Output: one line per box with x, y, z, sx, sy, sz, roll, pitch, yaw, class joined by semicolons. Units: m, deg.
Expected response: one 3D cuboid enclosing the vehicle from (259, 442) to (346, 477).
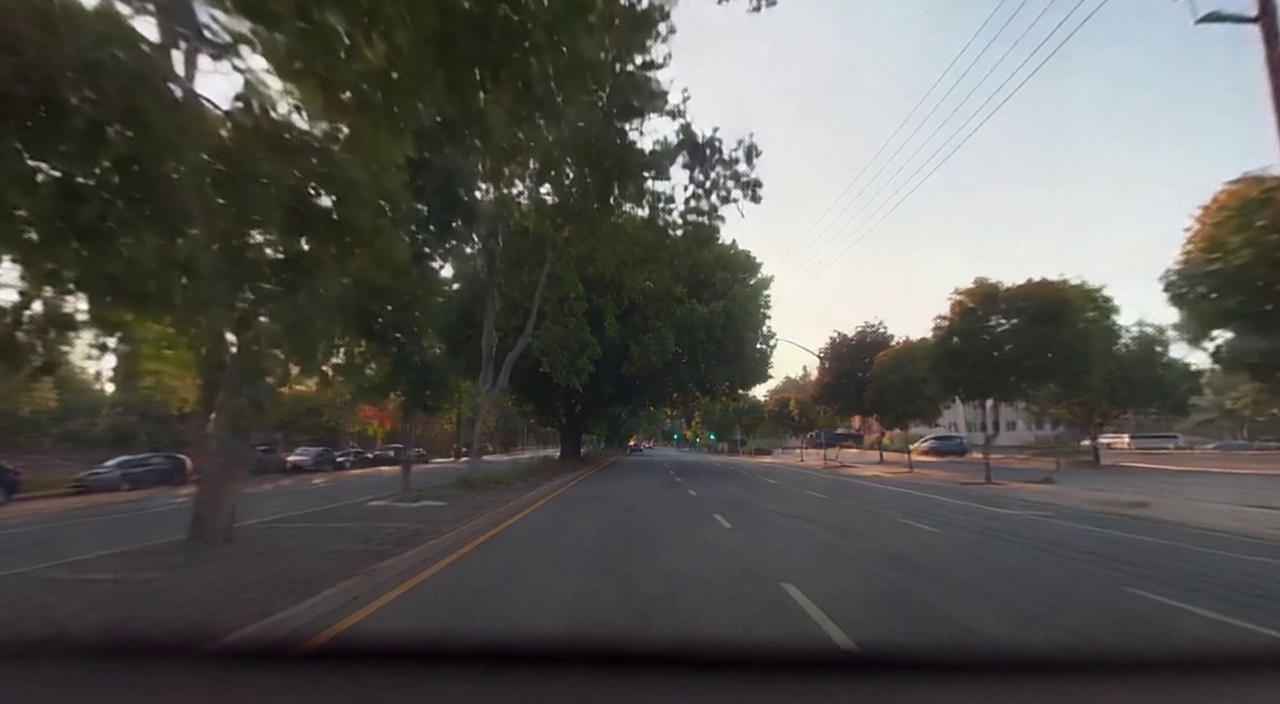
-18.153;5.751;34.215;2.115;1.716;4.900;0;-8;-2;vehicle

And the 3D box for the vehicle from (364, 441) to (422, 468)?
-17.826;7.391;45.750;1.941;1.848;5.279;0;-8;1;vehicle

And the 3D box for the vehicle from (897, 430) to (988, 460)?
22.213;6.838;46.400;5.532;2.065;2.166;-1;-8;0;vehicle

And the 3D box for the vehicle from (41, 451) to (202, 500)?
-18.044;4.271;22.272;1.839;1.456;4.507;0;-8;0;vehicle

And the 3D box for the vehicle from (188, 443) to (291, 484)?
-18.015;4.999;28.644;1.952;1.649;4.414;0;-8;-3;vehicle

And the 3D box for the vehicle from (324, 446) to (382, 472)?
-18.178;6.776;40.102;1.736;1.489;4.347;0;-8;-2;vehicle
